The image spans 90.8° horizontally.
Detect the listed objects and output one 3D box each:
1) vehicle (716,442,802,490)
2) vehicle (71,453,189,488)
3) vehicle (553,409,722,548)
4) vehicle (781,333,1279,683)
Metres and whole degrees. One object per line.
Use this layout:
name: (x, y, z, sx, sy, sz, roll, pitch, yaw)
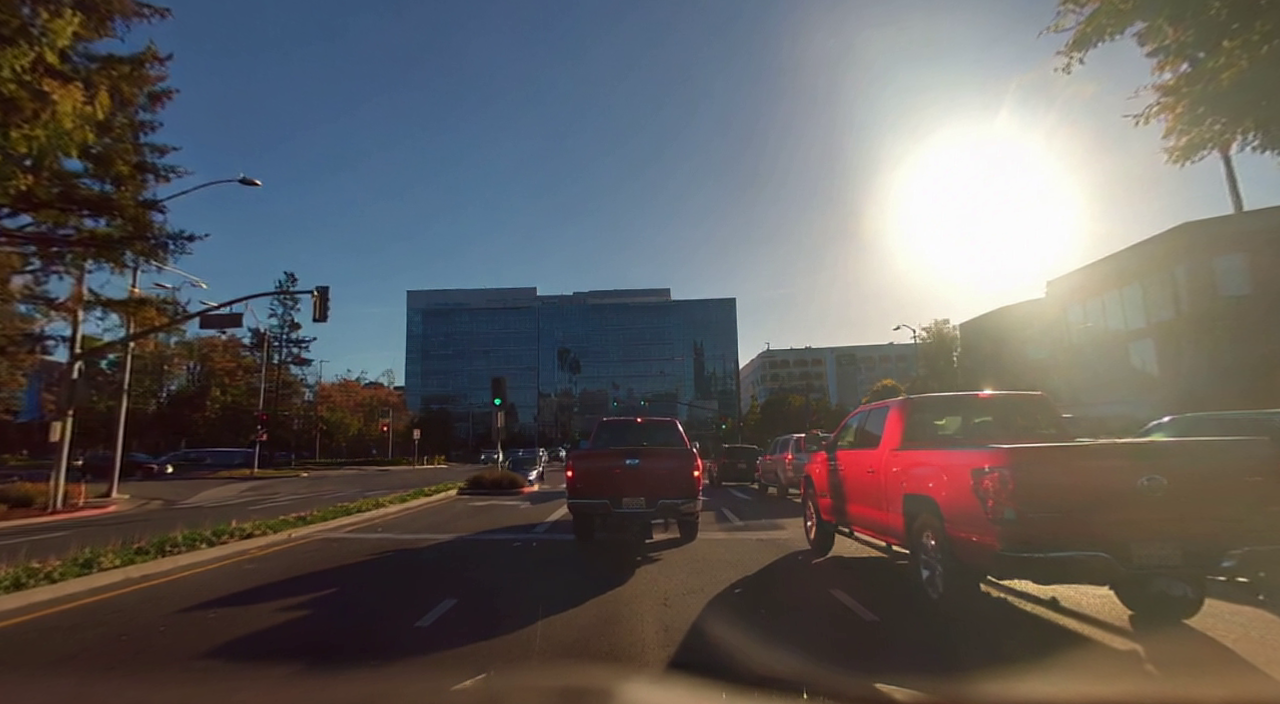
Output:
vehicle: (3.926, 3.836, 21.661, 1.995, 1.456, 4.372, 0, -8, -1)
vehicle: (-26.568, 6.152, 33.131, 4.437, 1.669, 1.936, 5, -10, -30)
vehicle: (-0.097, 2.045, 10.947, 2.240, 1.821, 5.001, 0, -8, -2)
vehicle: (3.314, 1.271, 6.436, 2.412, 1.953, 5.682, 0, -8, 0)
